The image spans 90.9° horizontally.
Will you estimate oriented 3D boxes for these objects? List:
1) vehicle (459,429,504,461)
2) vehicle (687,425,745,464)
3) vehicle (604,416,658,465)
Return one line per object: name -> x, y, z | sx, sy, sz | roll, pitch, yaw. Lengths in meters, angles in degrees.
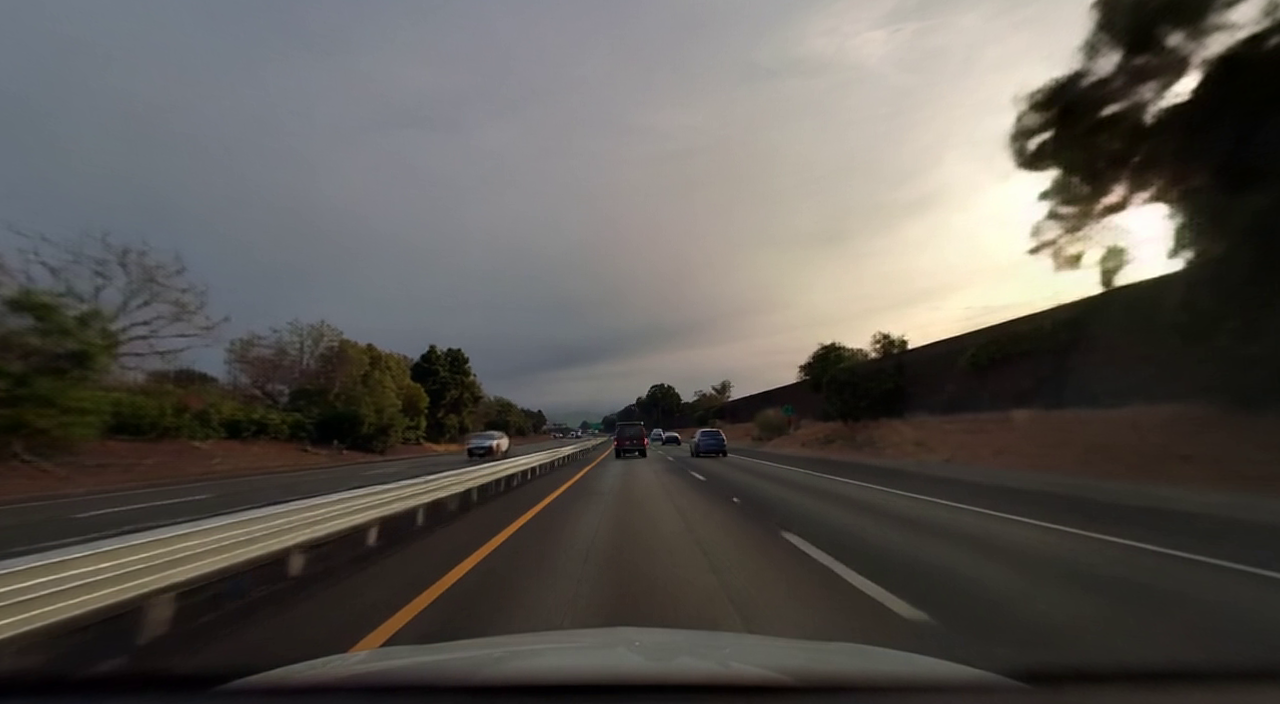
vehicle -> -9.302, 5.474, 37.226 | 1.811, 1.736, 3.792 | -2, -7, -1
vehicle -> 3.364, 4.190, 28.629 | 1.981, 1.606, 3.956 | 0, -8, -2
vehicle -> -0.456, 4.100, 29.261 | 2.270, 2.044, 4.633 | 0, -8, -2
